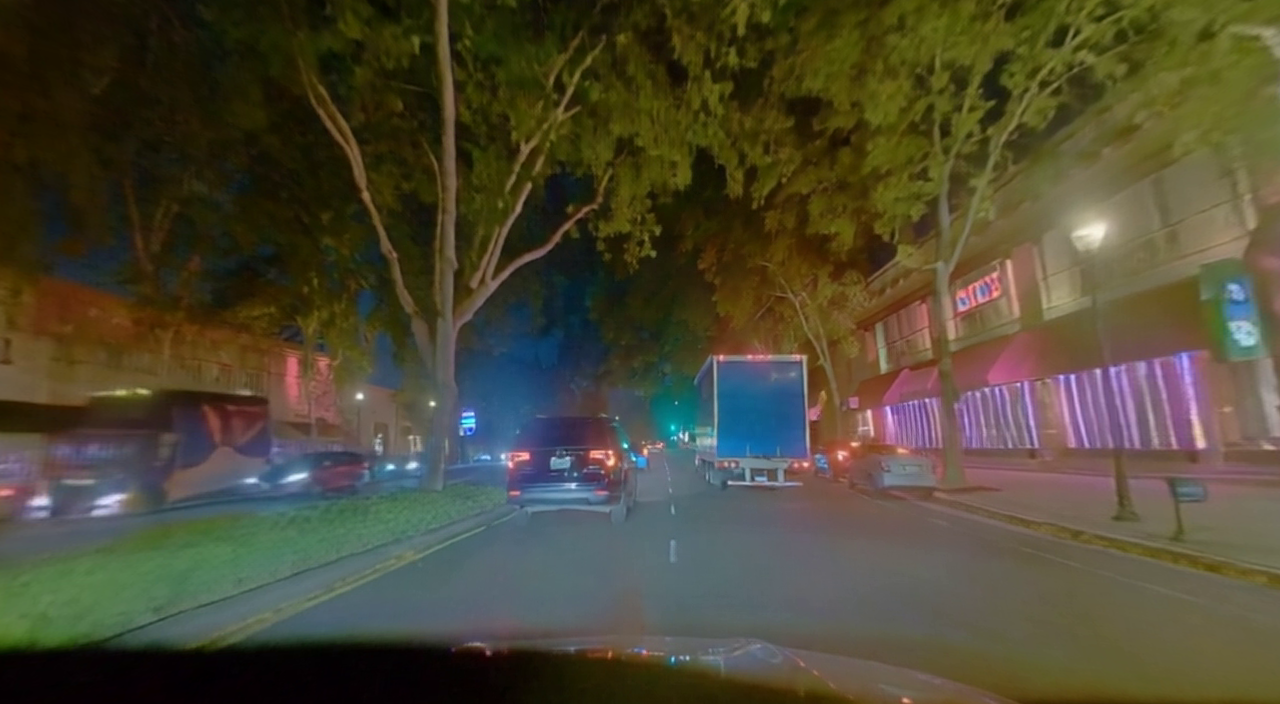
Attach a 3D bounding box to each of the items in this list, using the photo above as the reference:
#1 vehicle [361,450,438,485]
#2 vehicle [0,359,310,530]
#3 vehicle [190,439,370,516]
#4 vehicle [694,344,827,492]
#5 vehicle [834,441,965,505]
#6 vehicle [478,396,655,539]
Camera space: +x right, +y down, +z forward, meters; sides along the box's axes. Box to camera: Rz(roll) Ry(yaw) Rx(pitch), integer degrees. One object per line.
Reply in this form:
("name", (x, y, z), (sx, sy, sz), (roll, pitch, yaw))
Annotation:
("vehicle", (-11.850, 5.693, 31.470), (1.966, 1.442, 4.466), (-4, -9, 2))
("vehicle", (-12.625, 2.505, 17.226), (3.027, 3.656, 7.024), (-1, -9, 4))
("vehicle", (-9.034, 3.150, 16.416), (1.903, 1.684, 4.398), (-1, -9, 3))
("vehicle", (3.958, 2.818, 24.468), (3.007, 4.206, 12.913), (0, -8, 2))
("vehicle", (6.839, 3.201, 17.180), (1.929, 1.522, 4.158), (-1, -9, 2))
("vehicle", (-1.021, 2.031, 11.621), (2.293, 2.036, 4.853), (-1, -9, 5))
